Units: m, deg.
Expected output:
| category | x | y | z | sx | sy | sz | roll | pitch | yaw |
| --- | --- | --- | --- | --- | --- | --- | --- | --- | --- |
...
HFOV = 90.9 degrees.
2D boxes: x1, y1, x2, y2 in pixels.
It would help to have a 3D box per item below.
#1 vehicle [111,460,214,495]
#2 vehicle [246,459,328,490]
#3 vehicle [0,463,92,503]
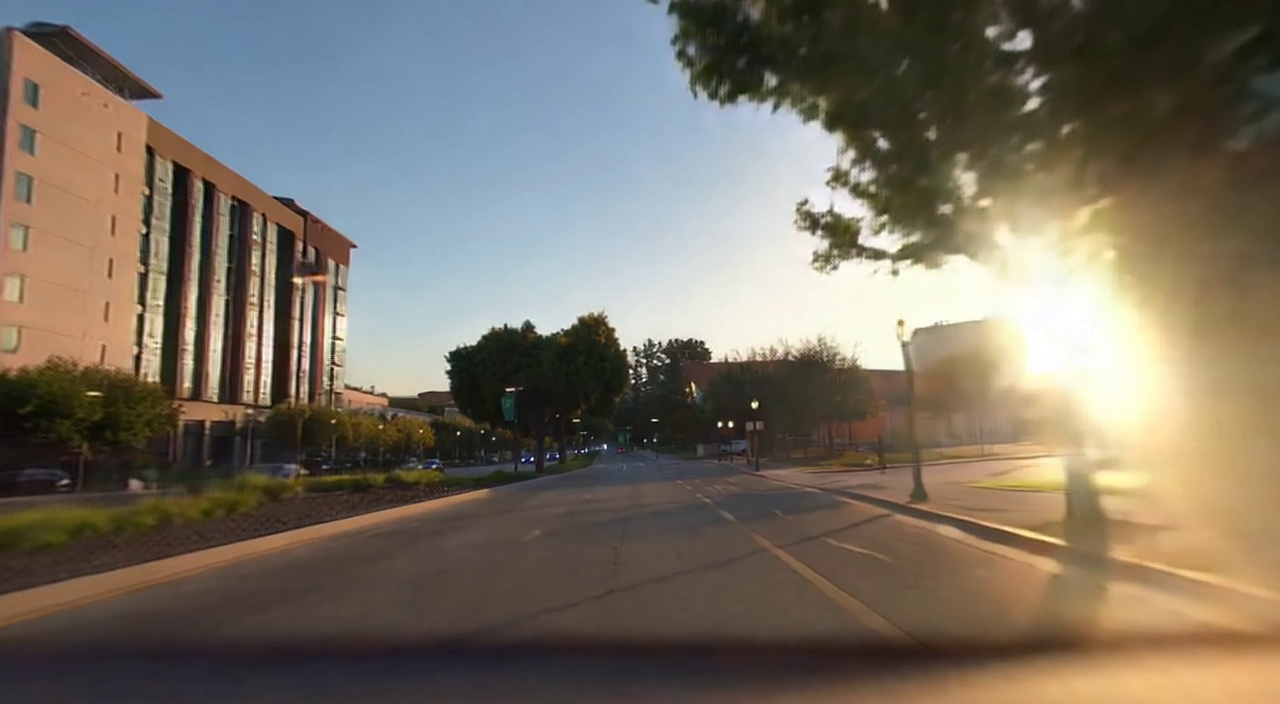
| category | x | y | z | sx | sy | sz | roll | pitch | yaw |
| --- | --- | --- | --- | --- | --- | --- | --- | --- | --- |
| vehicle | -26.082 | 6.846 | 34.662 | 2.124 | 1.650 | 4.413 | 0 | -8 | 1 |
| vehicle | -18.915 | 6.585 | 34.039 | 1.835 | 1.417 | 4.352 | 0 | -8 | 2 |
| vehicle | -31.657 | 6.732 | 32.711 | 2.235 | 1.777 | 4.963 | 1 | -8 | -5 |
